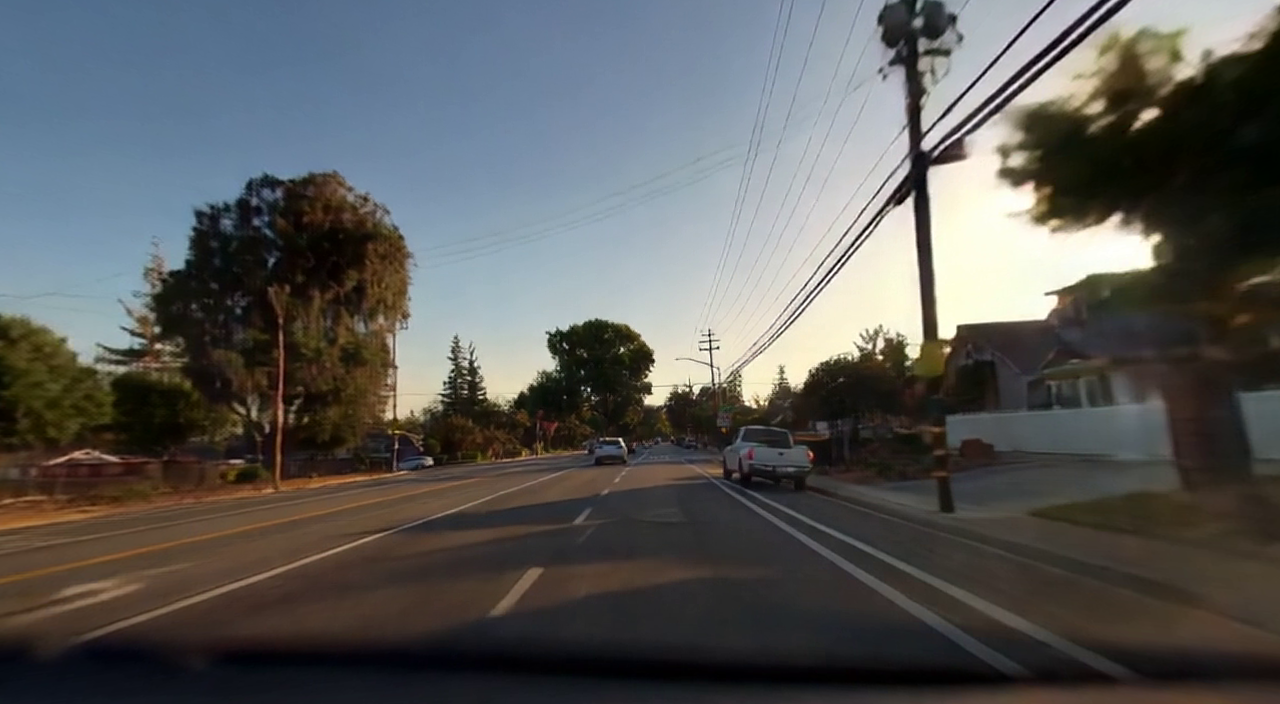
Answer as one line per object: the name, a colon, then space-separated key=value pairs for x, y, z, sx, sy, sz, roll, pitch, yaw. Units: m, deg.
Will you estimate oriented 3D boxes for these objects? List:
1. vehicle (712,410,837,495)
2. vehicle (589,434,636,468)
vehicle: x=3.917 y=3.113 z=19.788 sx=2.622 sy=2.137 sz=6.267 roll=2 pitch=-9 yaw=1
vehicle: x=-1.554 y=5.871 z=37.593 sx=2.327 sy=1.861 sz=4.941 roll=-1 pitch=-9 yaw=2
